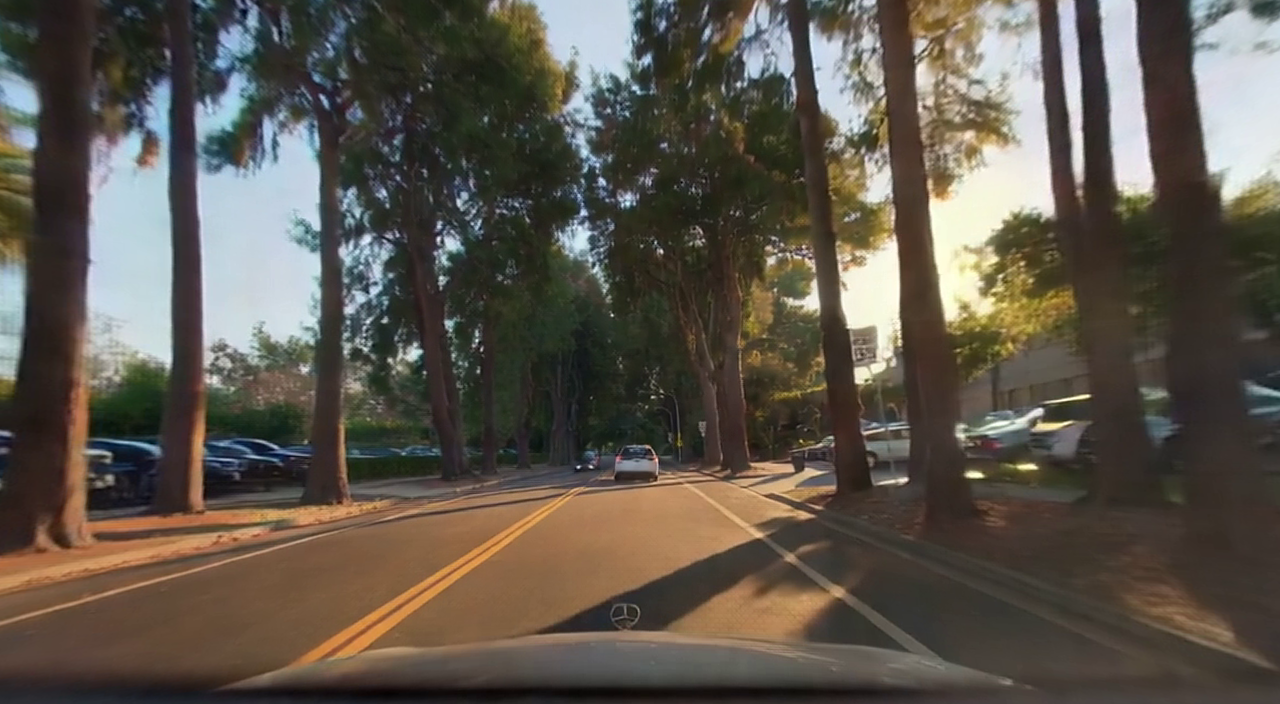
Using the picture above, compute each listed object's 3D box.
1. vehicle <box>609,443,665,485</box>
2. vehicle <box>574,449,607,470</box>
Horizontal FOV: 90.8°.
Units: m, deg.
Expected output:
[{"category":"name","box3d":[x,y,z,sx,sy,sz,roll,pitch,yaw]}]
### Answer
[{"category":"vehicle","box3d":[-0.110,4.628,26.322,2.152,1.574,4.223,0,-9,0]},{"category":"vehicle","box3d":[-3.658,8.126,47.811,2.028,1.464,4.602,-1,-9,1]}]
